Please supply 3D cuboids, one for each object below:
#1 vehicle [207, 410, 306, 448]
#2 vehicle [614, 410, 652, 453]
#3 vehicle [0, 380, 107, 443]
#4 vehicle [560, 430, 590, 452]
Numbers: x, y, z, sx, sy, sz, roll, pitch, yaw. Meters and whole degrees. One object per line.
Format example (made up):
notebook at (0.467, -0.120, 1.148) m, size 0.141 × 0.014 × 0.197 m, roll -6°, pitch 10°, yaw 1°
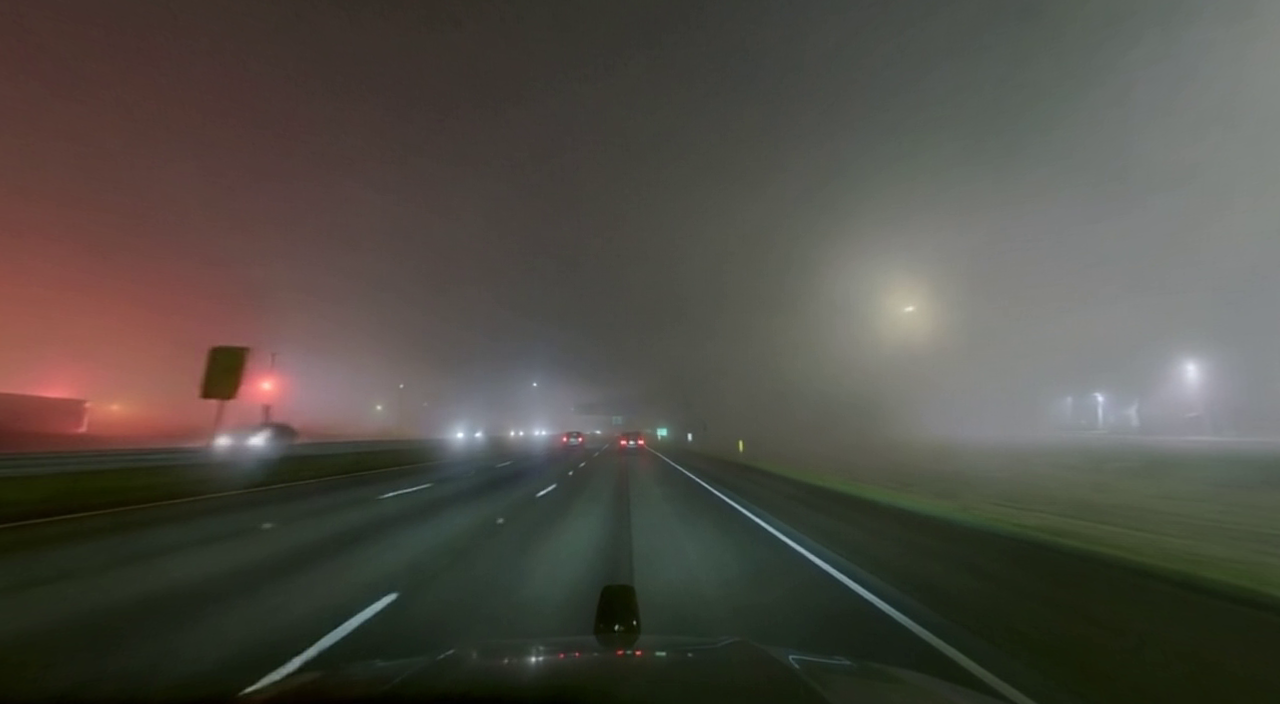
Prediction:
vehicle at (-19.943, 4.086, 32.966) m, size 2.120 × 1.827 × 4.830 m, roll 0°, pitch -8°, yaw 0°
vehicle at (-0.590, 5.495, 43.398) m, size 2.418 × 2.704 × 6.445 m, roll 0°, pitch -8°, yaw -2°
vehicle at (-41.767, 3.973, 41.155) m, size 2.874 × 3.938 × 13.029 m, roll 0°, pitch -8°, yaw -3°
vehicle at (-4.777, 6.554, 46.614) m, size 1.932 × 1.544 × 3.864 m, roll 0°, pitch -8°, yaw -1°
